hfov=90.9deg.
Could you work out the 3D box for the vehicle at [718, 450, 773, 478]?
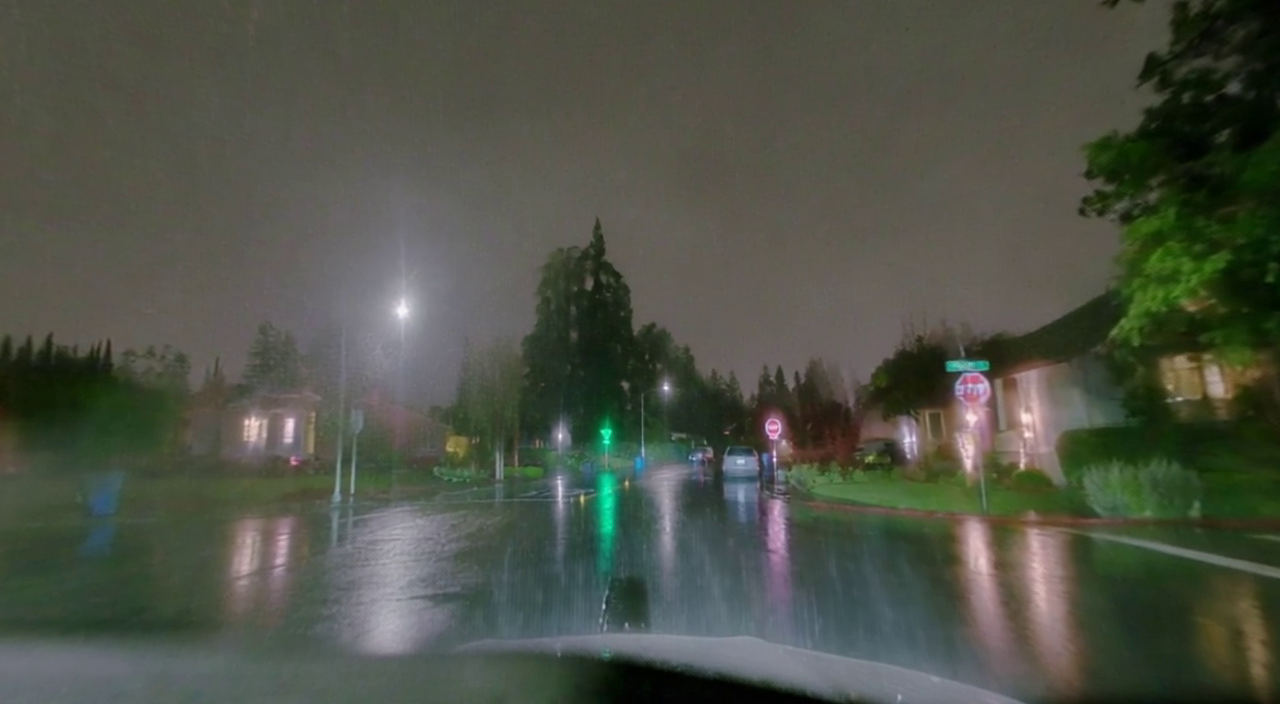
[{"bbox_3d":[6.986,7.252,41.236,2.692,1.649,4.689,-3,-9,20],"label":"vehicle"}]
